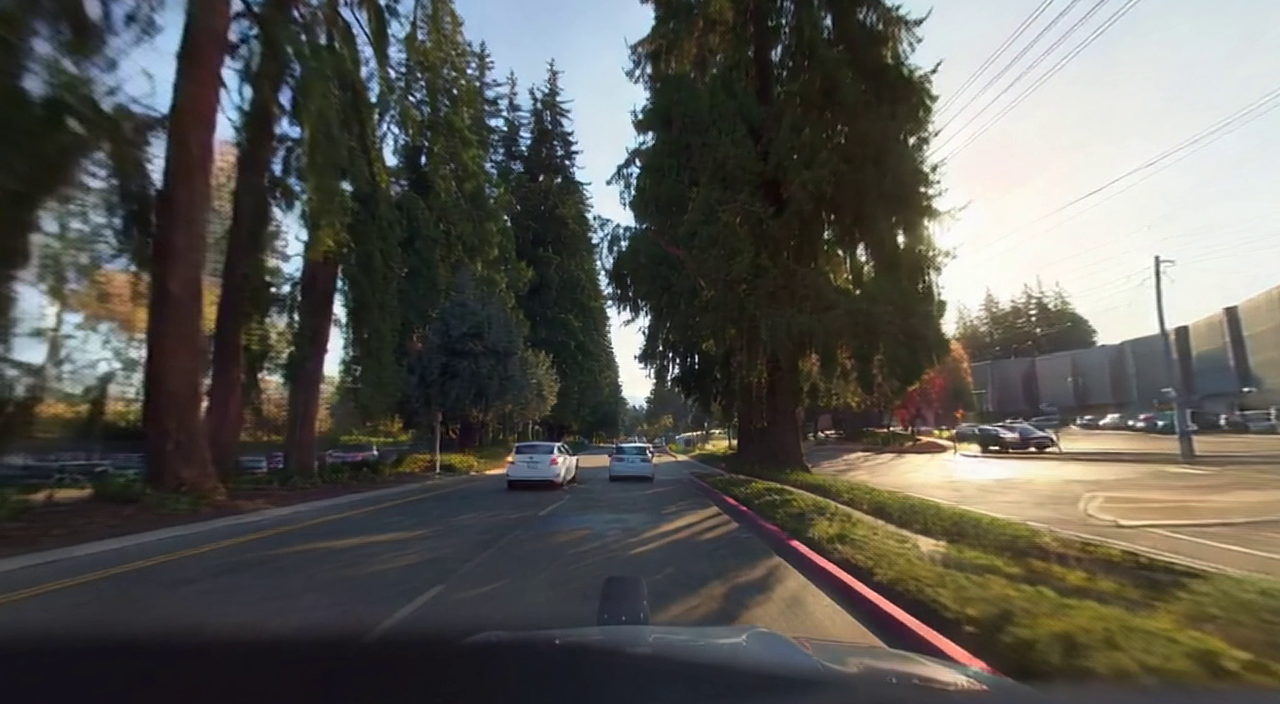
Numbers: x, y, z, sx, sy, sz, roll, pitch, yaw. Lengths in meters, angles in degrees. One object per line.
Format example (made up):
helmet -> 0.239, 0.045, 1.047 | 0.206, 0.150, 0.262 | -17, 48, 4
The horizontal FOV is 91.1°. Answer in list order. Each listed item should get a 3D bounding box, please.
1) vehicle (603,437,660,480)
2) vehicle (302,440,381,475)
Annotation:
vehicle -> -0.284, 4.027, 24.025 | 1.991, 1.463, 3.988 | 0, -8, 0
vehicle -> -16.119, 5.697, 34.221 | 2.061, 1.772, 4.501 | 0, -8, 1
